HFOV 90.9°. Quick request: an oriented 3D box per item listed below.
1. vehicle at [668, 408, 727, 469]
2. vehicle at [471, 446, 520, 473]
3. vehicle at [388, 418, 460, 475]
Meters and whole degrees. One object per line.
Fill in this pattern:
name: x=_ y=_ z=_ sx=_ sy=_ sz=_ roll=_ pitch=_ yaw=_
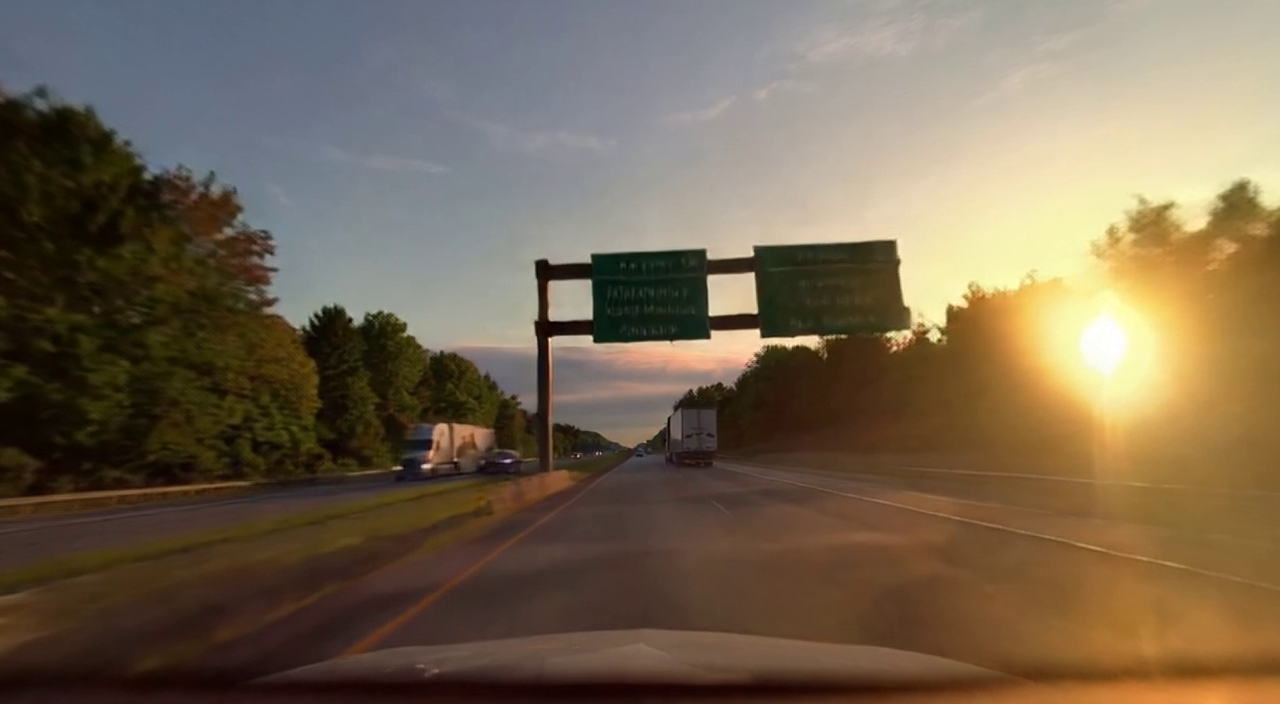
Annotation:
vehicle: x=3.992 y=6.616 z=47.499 sx=2.955 sy=3.825 sz=14.115 roll=0 pitch=-9 yaw=-1
vehicle: x=-8.926 y=6.692 z=39.293 sx=1.916 sy=1.557 sz=4.401 roll=0 pitch=-9 yaw=1
vehicle: x=-15.671 y=6.926 z=46.263 sx=3.090 sy=3.886 sz=6.253 roll=0 pitch=-9 yaw=-1
